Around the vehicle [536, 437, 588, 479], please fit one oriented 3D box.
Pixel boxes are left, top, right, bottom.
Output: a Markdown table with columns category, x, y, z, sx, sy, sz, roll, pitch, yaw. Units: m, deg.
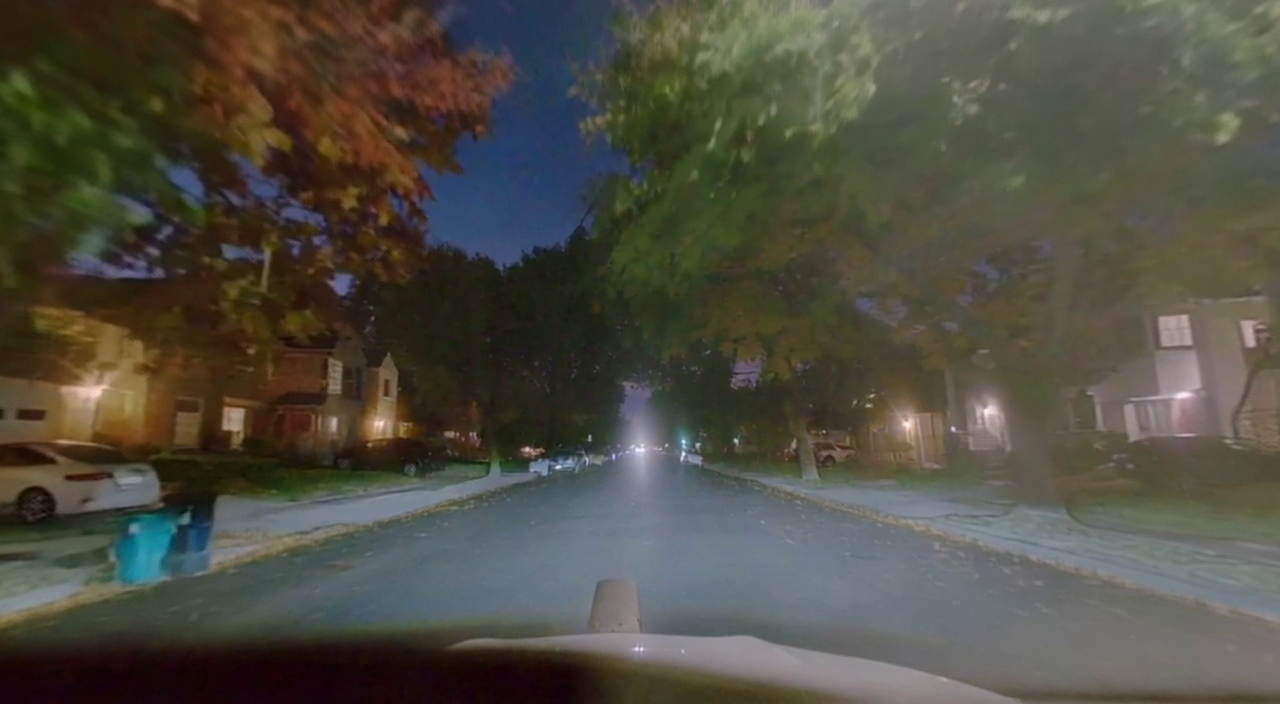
| category | x | y | z | sx | sy | sz | roll | pitch | yaw |
| --- | --- | --- | --- | --- | --- | --- | --- | --- | --- |
| vehicle | -4.927 | 6.737 | 40.445 | 2.482 | 2.054 | 5.323 | 1 | -3 | 2 |

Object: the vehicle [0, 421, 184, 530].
| category | x | y | z | sx | sy | sz | roll | pitch | yaw |
| --- | --- | --- | --- | --- | --- | --- | --- | --- | --- |
| vehicle | -11.375 | 2.301 | 11.712 | 4.373 | 1.747 | 2.029 | -3 | -9 | 7 |

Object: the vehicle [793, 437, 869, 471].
| category | x | y | z | sx | sy | sz | roll | pitch | yaw |
| --- | --- | --- | --- | --- | --- | --- | --- | --- | --- |
| vehicle | 10.490 | 5.606 | 34.732 | 3.647 | 1.784 | 1.650 | -1 | -8 | 2 |

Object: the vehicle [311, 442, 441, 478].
| category | x | y | z | sx | sy | sz | roll | pitch | yaw |
| --- | --- | --- | --- | --- | --- | --- | --- | --- | --- |
| vehicle | -11.961 | 4.917 | 28.735 | 4.977 | 1.558 | 2.079 | 0 | -9 | 1 |

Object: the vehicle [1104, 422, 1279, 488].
| category | x | y | z | sx | sy | sz | roll | pitch | yaw |
| --- | --- | --- | --- | --- | --- | --- | --- | --- | --- |
| vehicle | 14.850 | 2.646 | 16.325 | 4.553 | 1.526 | 2.000 | 2 | -9 | -16 |
